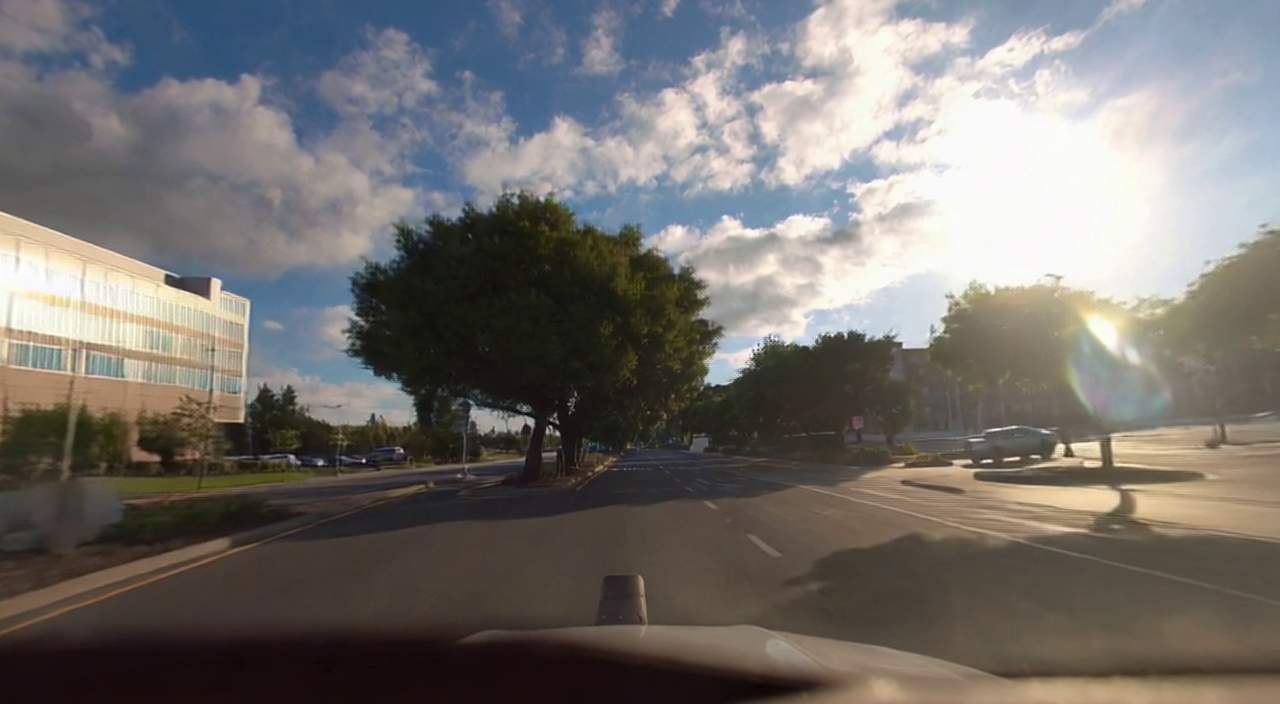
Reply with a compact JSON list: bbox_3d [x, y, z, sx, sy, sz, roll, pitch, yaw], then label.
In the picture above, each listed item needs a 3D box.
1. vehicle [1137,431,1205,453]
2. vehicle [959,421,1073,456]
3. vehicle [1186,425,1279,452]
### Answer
[{"bbox_3d":[39.858,6.775,47.468,3.517,1.432,1.583,-4,-8,0],"label":"vehicle"},{"bbox_3d":[20.009,4.621,33.773,4.656,1.752,2.309,0,-9,-4],"label":"vehicle"},{"bbox_3d":[34.248,5.004,36.385,4.002,1.471,1.720,0,-9,-3],"label":"vehicle"}]
